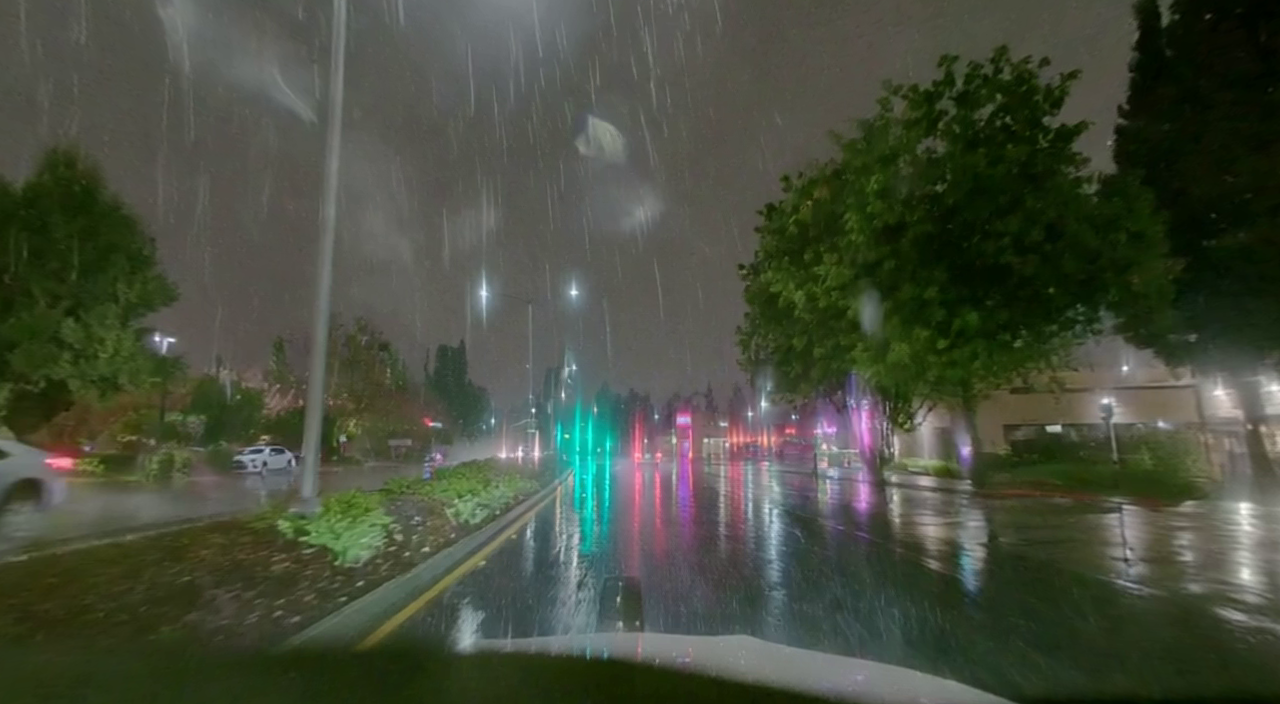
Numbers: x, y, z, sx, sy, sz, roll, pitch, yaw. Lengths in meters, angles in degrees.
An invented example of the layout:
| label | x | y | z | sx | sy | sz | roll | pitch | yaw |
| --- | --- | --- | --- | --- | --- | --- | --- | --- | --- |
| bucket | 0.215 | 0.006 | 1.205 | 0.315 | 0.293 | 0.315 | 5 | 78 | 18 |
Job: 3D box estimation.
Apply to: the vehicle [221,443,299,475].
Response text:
| label | x | y | z | sx | sy | sz | roll | pitch | yaw |
| --- | --- | --- | --- | --- | --- | --- | --- | --- | --- |
| vehicle | -21.051 | 5.903 | 35.231 | 1.874 | 1.651 | 4.259 | 0 | -9 | -4 |

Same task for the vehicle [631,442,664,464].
| label | x | y | z | sx | sy | sz | roll | pitch | yaw |
| --- | --- | --- | --- | --- | --- | --- | --- | --- | --- |
| vehicle | 0.481 | 7.288 | 45.595 | 1.913 | 1.473 | 4.360 | 1 | -9 | -6 |
